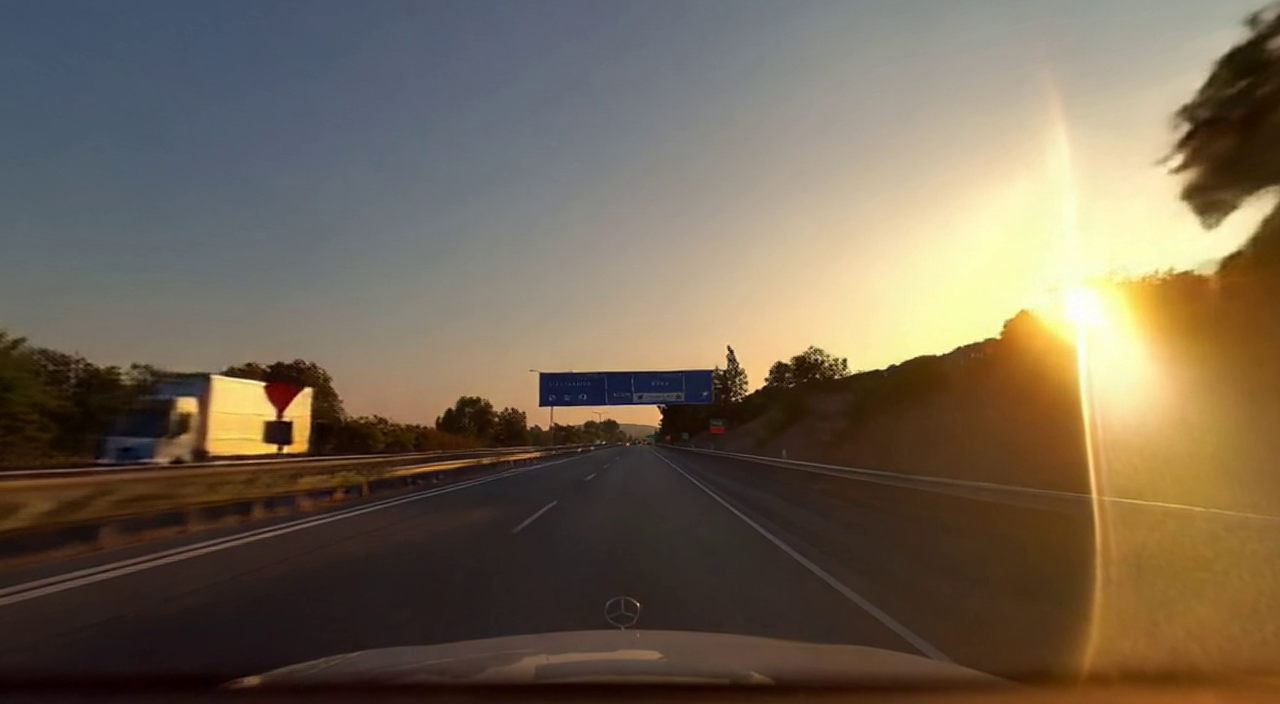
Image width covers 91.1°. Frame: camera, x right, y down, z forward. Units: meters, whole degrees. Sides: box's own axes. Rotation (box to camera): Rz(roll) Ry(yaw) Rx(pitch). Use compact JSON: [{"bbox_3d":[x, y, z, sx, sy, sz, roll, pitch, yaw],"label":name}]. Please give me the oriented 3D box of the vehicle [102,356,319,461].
[{"bbox_3d":[-23.154,3.531,35.474,3.255,4.833,12.518,-1,-8,0],"label":"vehicle"}]
